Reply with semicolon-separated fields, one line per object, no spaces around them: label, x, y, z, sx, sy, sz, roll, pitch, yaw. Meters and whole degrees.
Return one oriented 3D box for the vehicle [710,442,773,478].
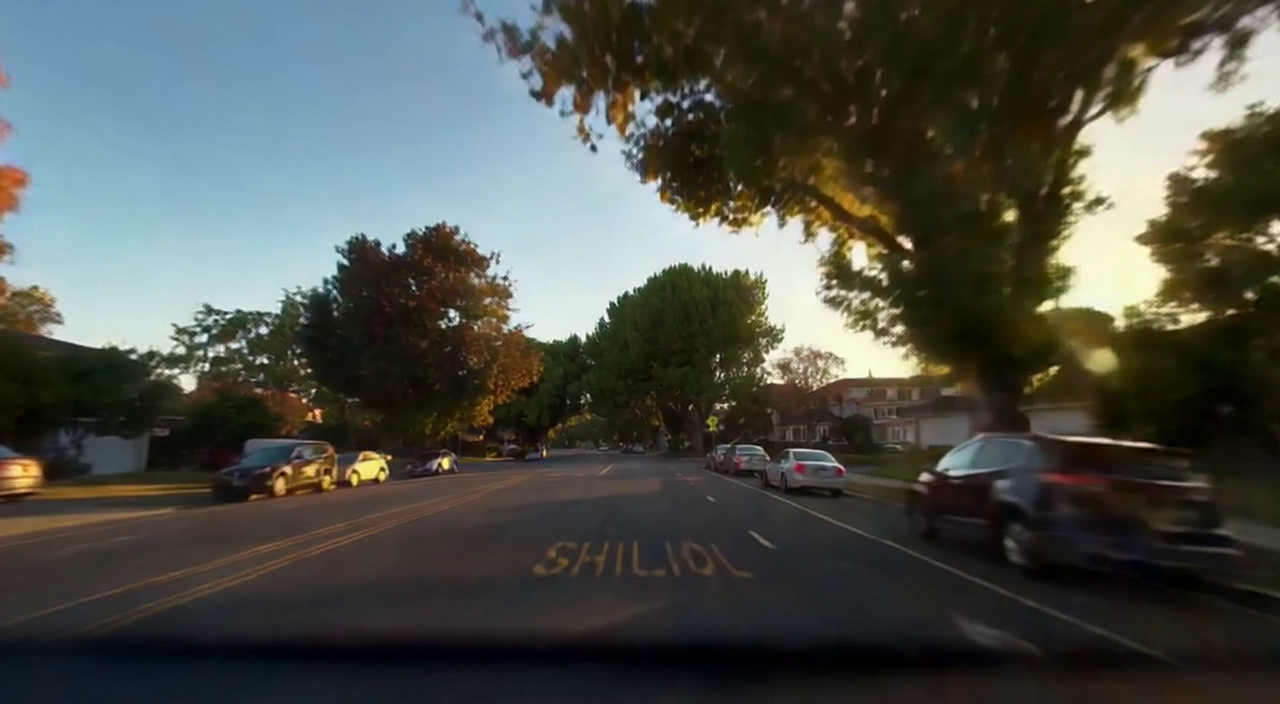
vehicle;4.507;4.857;28.761;2.196;1.472;4.426;0;-8;0

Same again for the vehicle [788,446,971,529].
vehicle;4.615;2.642;12.976;2.049;1.385;4.209;0;-8;-1

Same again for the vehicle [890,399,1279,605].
vehicle;5.076;1.686;7.942;2.087;1.869;4.159;0;-8;-1

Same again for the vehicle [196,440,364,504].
vehicle;-11.392;3.789;20.566;2.459;1.804;4.877;0;-8;2

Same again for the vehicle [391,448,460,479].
vehicle;-11.071;5.775;32.976;1.949;1.457;4.581;0;-8;0
